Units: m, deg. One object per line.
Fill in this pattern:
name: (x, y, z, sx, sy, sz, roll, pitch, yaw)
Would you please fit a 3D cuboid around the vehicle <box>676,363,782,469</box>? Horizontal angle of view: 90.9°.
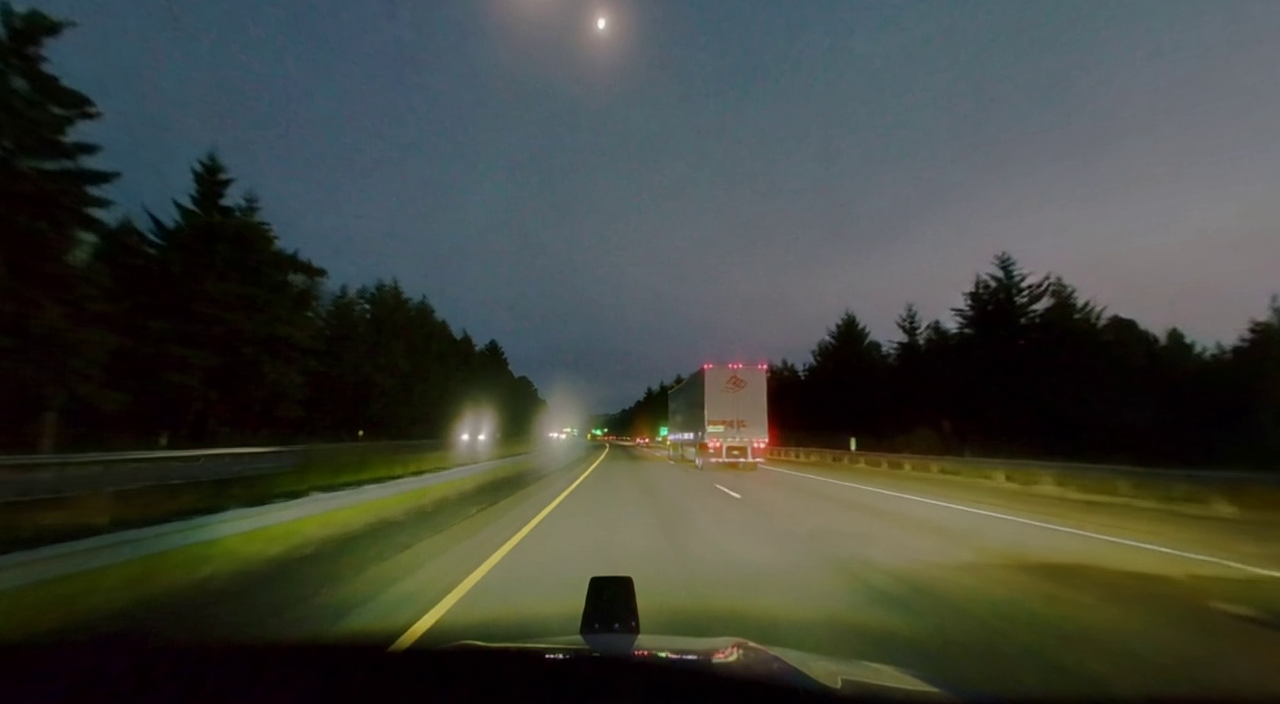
vehicle: (3.759, 3.296, 30.541, 2.974, 4.003, 12.849, 1, -8, -1)
